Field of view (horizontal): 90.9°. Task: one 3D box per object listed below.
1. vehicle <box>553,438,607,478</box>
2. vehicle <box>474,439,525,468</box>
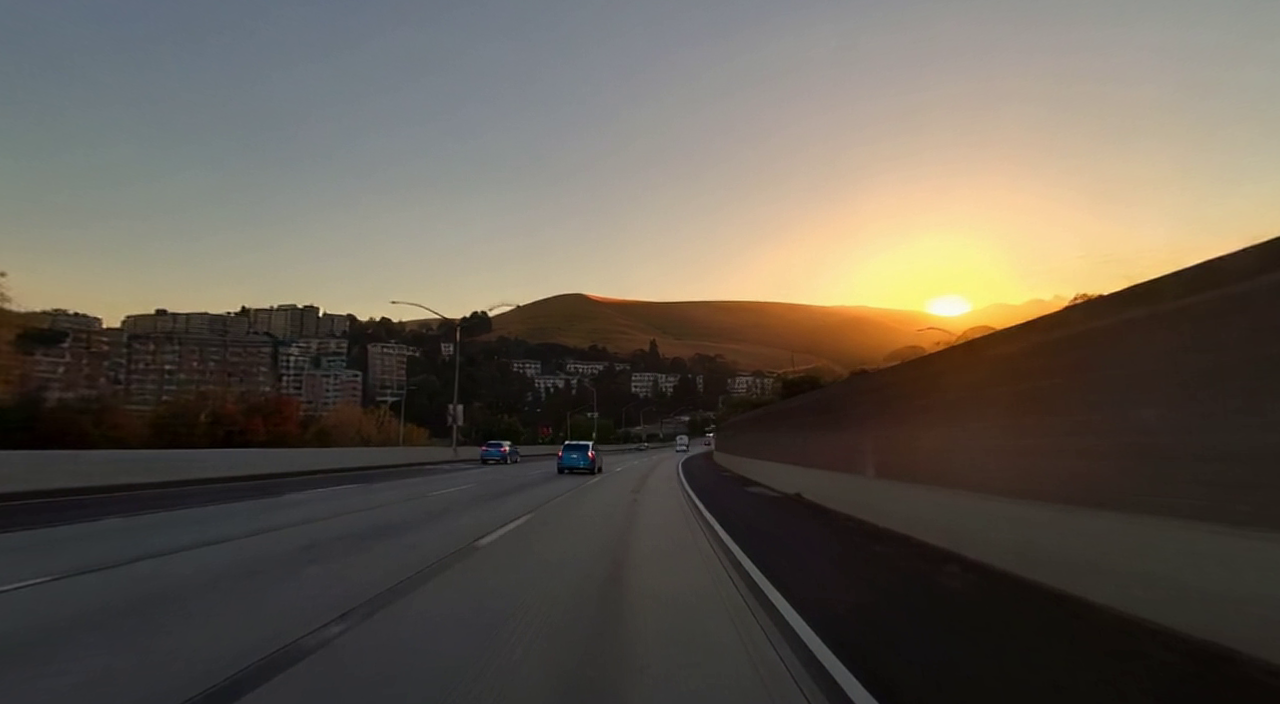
[{"bbox_3d":[-2.828,5.143,30.781,2.028,1.782,4.150,-1,-8,3],"label":"vehicle"},{"bbox_3d":[-9.137,6.630,41.449,2.039,1.746,4.528,-1,-8,4],"label":"vehicle"}]
